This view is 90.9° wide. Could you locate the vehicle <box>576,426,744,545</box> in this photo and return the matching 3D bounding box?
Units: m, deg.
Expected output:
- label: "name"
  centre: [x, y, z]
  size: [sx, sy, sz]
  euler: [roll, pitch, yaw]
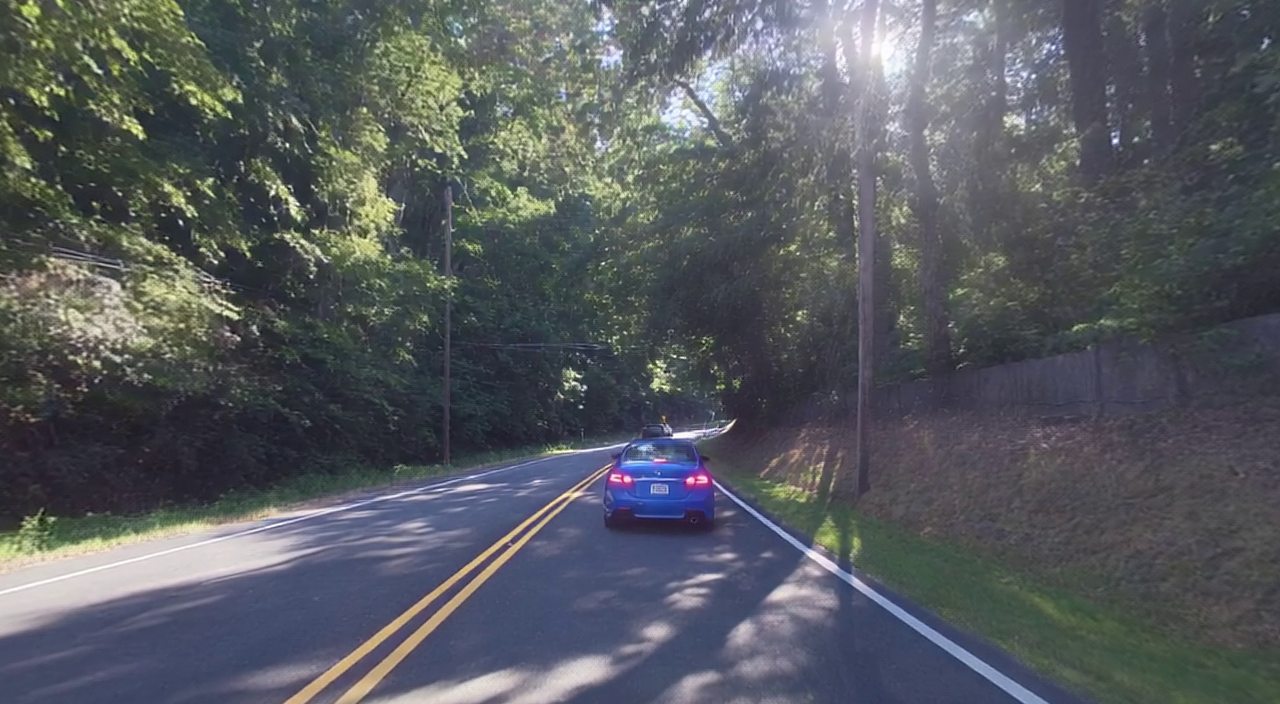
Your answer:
- label: "vehicle"
  centre: [0.284, 2.030, 10.164]
  size: [2.187, 1.533, 3.726]
  euler: [0, -8, 1]
